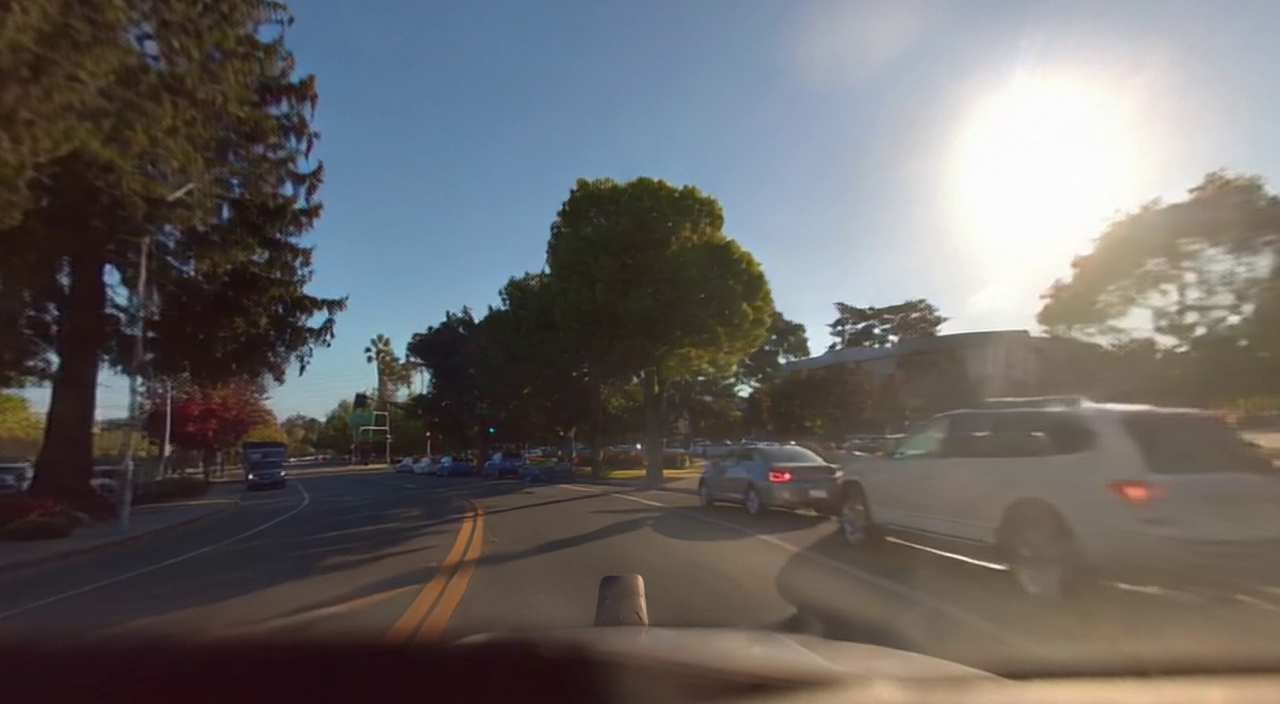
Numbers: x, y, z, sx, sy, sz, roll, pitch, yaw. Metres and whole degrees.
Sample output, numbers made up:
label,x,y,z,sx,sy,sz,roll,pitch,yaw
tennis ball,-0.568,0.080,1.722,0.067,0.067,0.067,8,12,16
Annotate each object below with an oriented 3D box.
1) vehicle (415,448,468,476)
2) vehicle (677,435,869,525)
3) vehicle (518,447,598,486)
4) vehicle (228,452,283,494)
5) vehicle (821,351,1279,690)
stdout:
label,x,y,z,sx,sy,sz,roll,pitch,yaw
vehicle,-14.443,7.870,45.731,2.255,1.863,5.629,5,-10,-31
vehicle,2.493,2.549,13.304,2.066,1.509,4.579,2,-9,-15
vehicle,-3.655,4.879,27.433,1.884,1.508,4.713,4,-9,-28
vehicle,-19.601,6.092,32.222,2.171,1.838,5.344,2,-9,-32
vehicle,3.795,1.250,5.965,2.289,1.785,4.944,1,-8,-6
